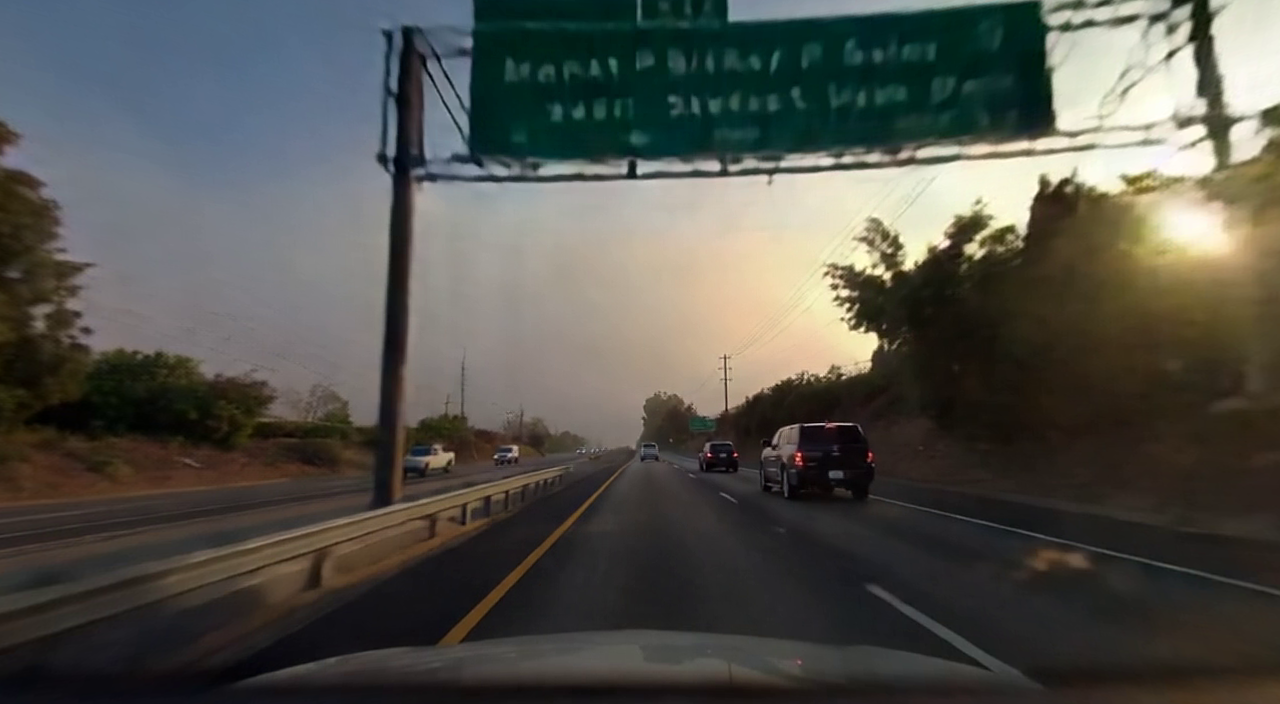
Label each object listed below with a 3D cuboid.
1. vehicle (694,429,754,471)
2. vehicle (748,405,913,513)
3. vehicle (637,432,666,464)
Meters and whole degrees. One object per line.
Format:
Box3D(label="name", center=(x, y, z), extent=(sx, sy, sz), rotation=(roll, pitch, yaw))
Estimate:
Box3D(label="vehicle", center=(4.567, 5.460, 35.253), extent=(2.594, 2.155, 5.670), rotation=(0, -8, 0))
Box3D(label="vehicle", center=(4.117, 2.438, 14.758), extent=(2.145, 2.069, 5.057), rotation=(0, -8, -1))
Box3D(label="vehicle", center=(0.803, 7.333, 48.065), extent=(2.099, 2.260, 4.899), rotation=(0, -8, 0))
